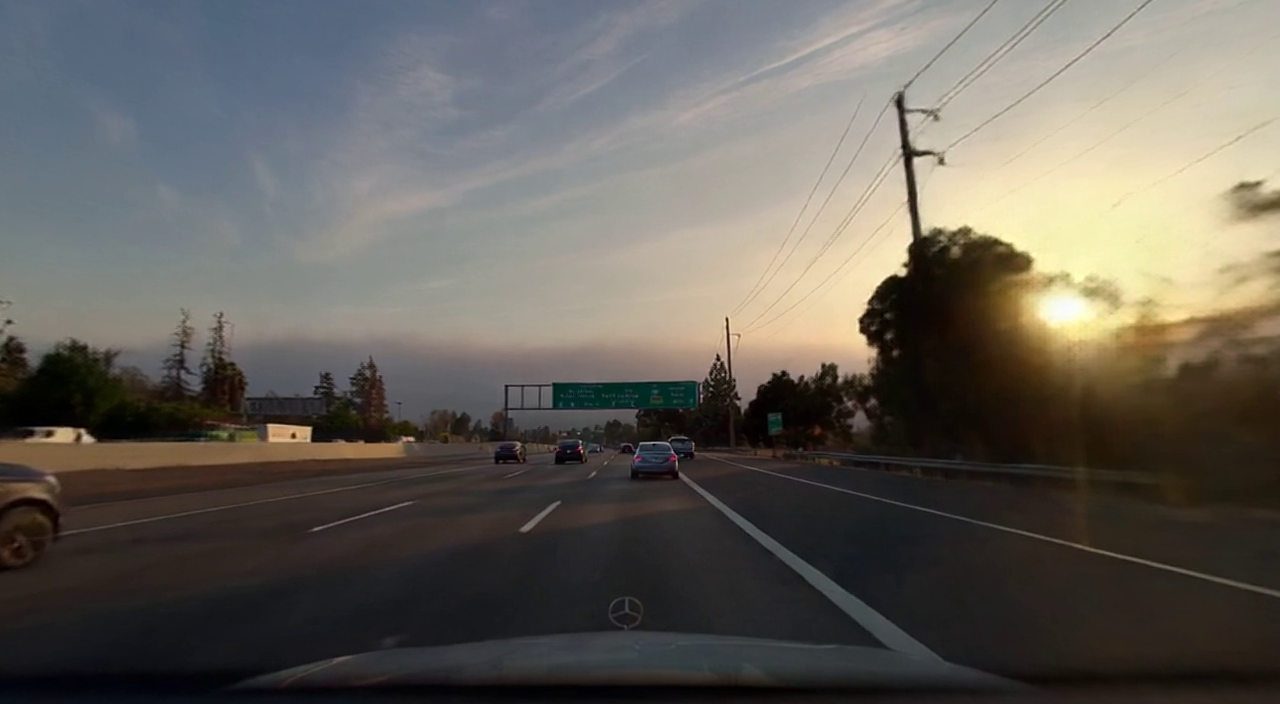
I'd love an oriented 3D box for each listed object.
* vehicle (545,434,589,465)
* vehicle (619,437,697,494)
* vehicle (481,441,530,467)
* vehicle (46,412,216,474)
[{"bbox_3d":[-4.426,5.978,38.872,2.289,1.777,4.534,0,-8,-2],"label":"vehicle"},{"bbox_3d":[0.423,3.310,18.816,2.082,1.482,4.126,0,-8,-1],"label":"vehicle"},{"bbox_3d":[-8.119,6.196,38.438,1.974,1.464,4.733,0,-8,-1],"label":"vehicle"},{"bbox_3d":[-29.091,5.319,36.819,2.815,3.121,8.954,0,-8,-3],"label":"vehicle"}]
